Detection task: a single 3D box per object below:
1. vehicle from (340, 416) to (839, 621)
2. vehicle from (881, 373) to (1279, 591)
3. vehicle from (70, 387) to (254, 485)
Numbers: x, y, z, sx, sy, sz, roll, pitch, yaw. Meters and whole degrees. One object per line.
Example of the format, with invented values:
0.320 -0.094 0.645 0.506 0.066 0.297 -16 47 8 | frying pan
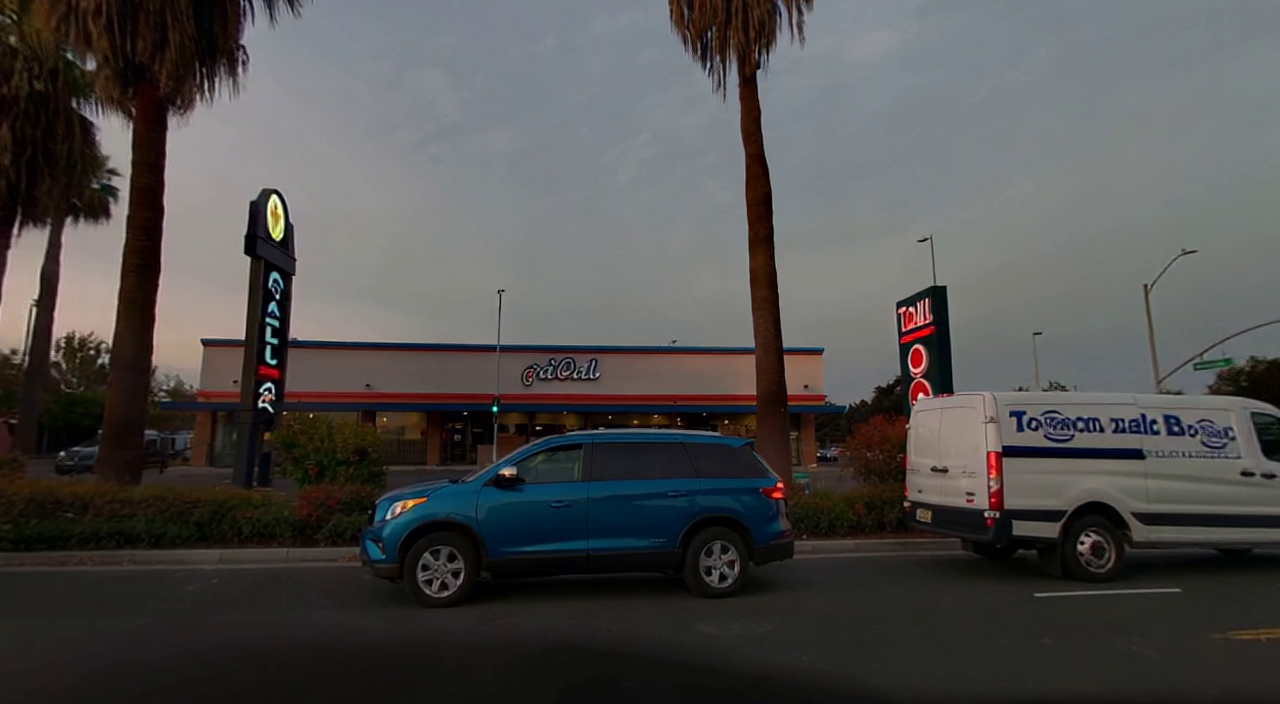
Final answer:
-0.485 1.626 6.852 4.493 1.728 2.137 1 -9 -9 | vehicle
6.647 1.537 8.037 6.246 2.202 2.277 1 -9 -7 | vehicle
-21.670 3.955 29.433 3.034 3.929 7.699 1 -9 -6 | vehicle
